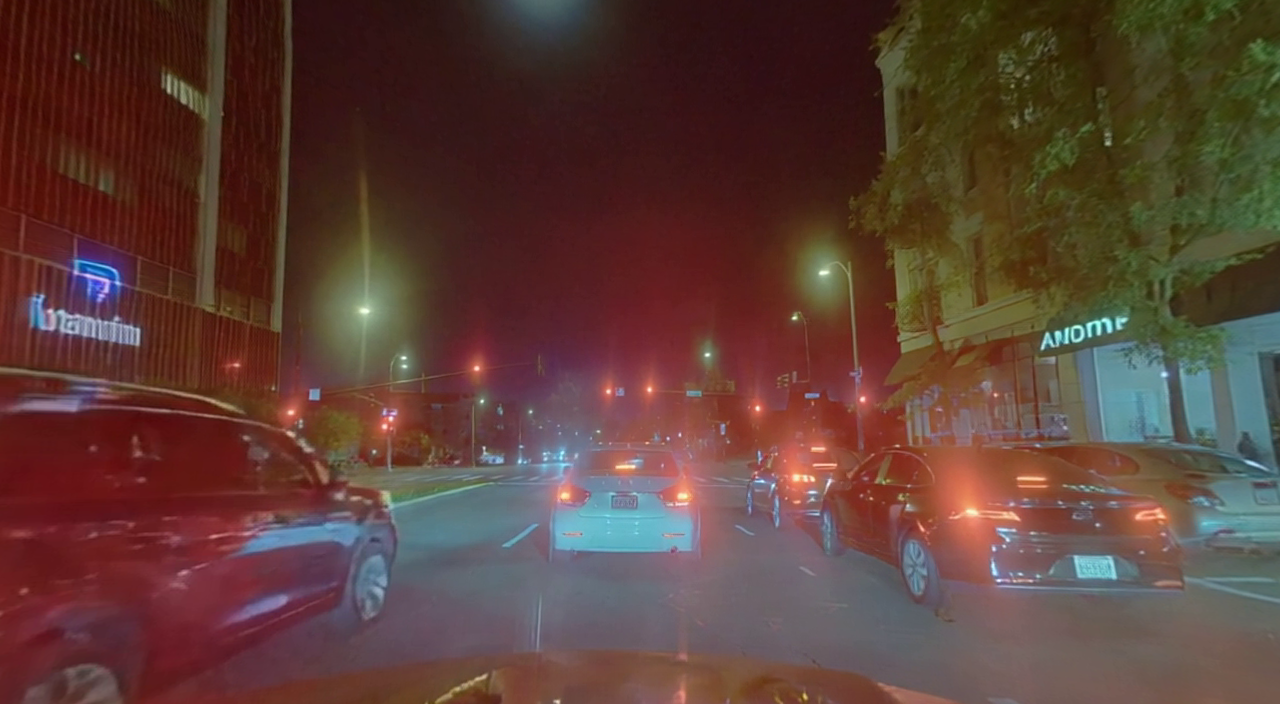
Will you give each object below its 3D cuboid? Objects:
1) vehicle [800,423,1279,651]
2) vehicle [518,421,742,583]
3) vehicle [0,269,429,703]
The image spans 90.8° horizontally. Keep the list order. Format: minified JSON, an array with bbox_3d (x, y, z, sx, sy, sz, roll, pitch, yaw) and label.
[{"bbox_3d":[3.215,1.543,6.439,1.912,1.454,4.537,0,-9,-1],"label":"vehicle"},{"bbox_3d":[-0.128,1.724,8.069,2.118,1.512,4.013,0,-9,-1],"label":"vehicle"},{"bbox_3d":[-3.043,0.887,3.245,2.223,1.840,4.919,0,-9,0],"label":"vehicle"}]
